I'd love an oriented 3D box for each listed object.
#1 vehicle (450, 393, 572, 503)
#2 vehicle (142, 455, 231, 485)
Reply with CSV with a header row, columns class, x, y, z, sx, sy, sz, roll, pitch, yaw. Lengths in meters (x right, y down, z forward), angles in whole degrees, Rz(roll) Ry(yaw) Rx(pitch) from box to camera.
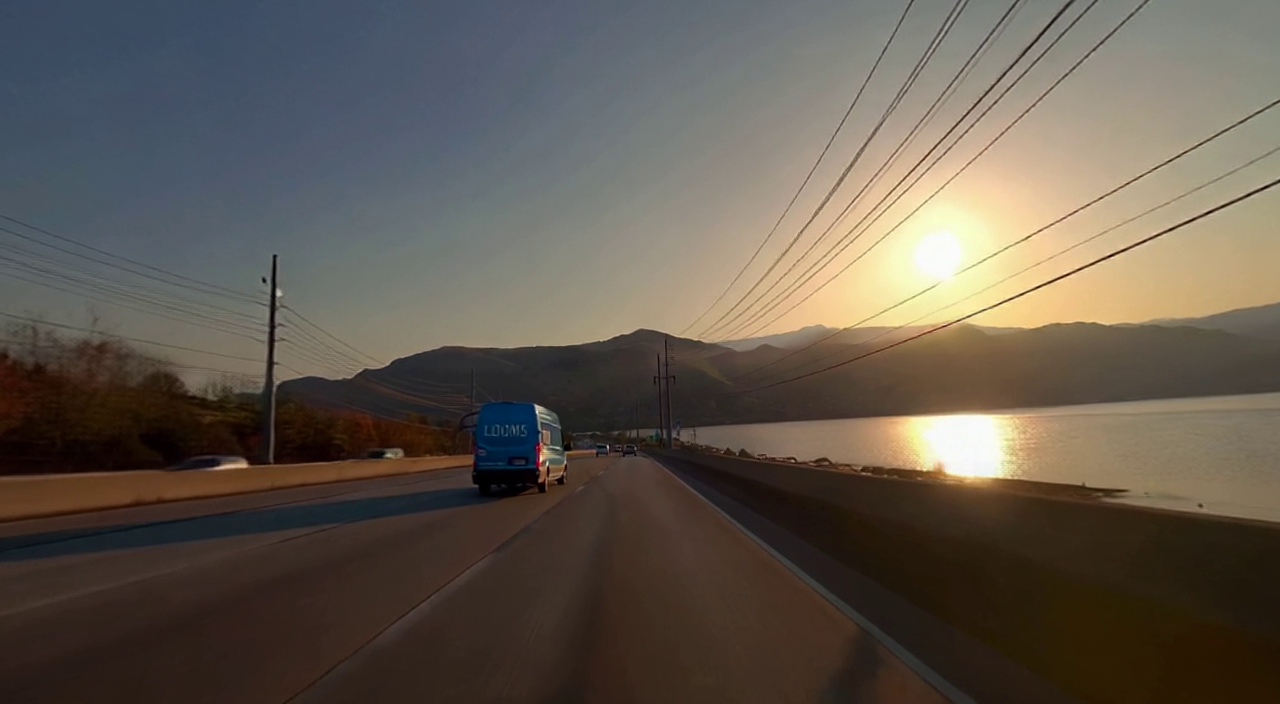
class,x,y,z,sx,sy,sz,roll,pitch,yaw
vehicle,-3.634,2.921,19.413,2.331,2.757,6.581,-1,-9,0
vehicle,-28.007,7.259,39.230,1.936,1.615,4.824,-1,-9,0
